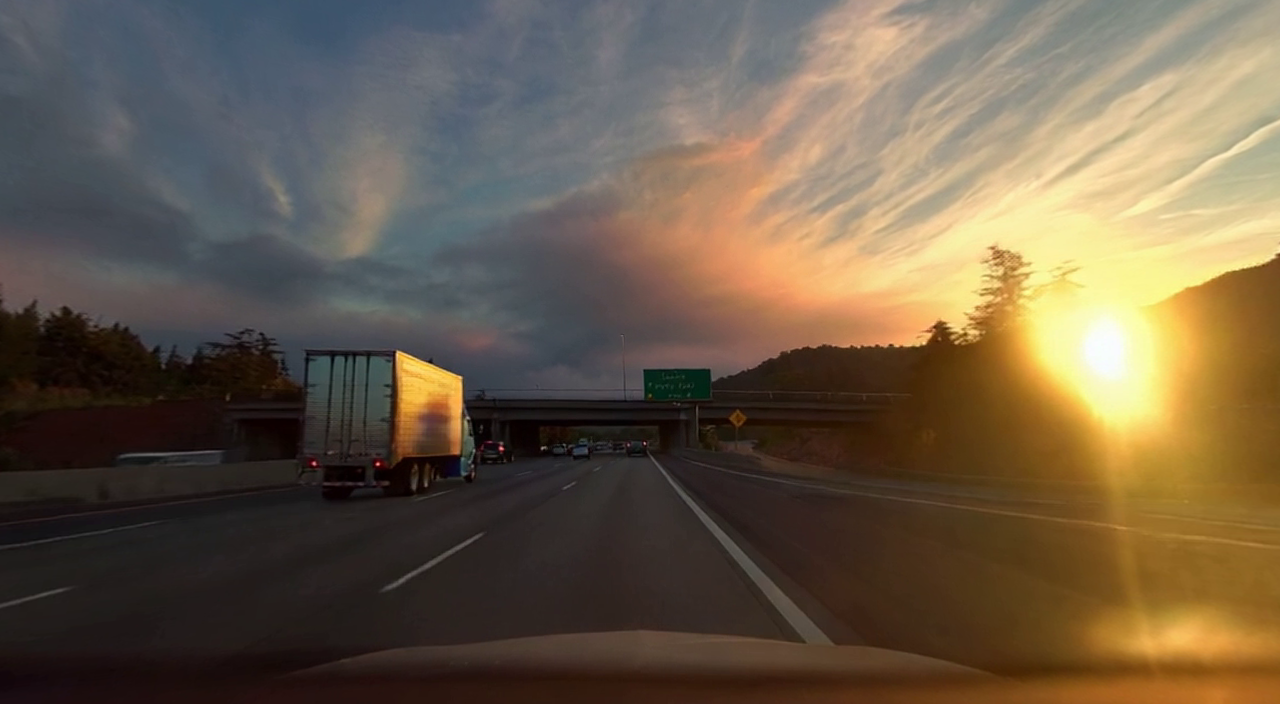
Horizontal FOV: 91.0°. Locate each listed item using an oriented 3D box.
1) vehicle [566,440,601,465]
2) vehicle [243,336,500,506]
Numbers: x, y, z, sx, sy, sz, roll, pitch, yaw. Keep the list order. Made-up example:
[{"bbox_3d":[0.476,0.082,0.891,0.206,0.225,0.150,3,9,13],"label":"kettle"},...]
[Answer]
[{"bbox_3d":[-4.087,7.341,46.076,2.094,1.695,4.260,0,-9,1],"label":"vehicle"},{"bbox_3d":[-7.189,2.299,19.452,3.303,3.868,10.298,0,-9,0],"label":"vehicle"}]
